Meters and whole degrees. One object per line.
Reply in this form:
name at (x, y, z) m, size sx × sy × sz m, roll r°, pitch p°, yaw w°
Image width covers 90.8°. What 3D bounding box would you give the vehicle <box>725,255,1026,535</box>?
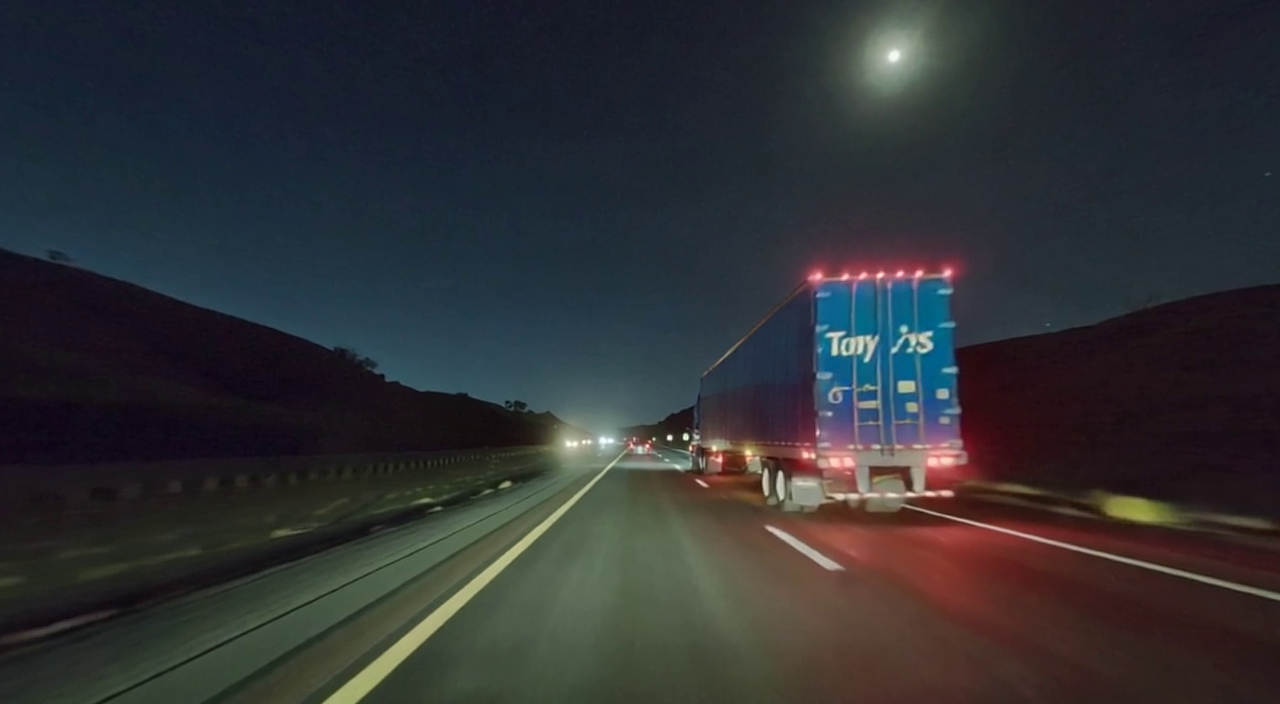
vehicle at (4.221, 1.295, 14.536) m, size 3.039 × 4.342 × 9.556 m, roll 0°, pitch -8°, yaw -1°
